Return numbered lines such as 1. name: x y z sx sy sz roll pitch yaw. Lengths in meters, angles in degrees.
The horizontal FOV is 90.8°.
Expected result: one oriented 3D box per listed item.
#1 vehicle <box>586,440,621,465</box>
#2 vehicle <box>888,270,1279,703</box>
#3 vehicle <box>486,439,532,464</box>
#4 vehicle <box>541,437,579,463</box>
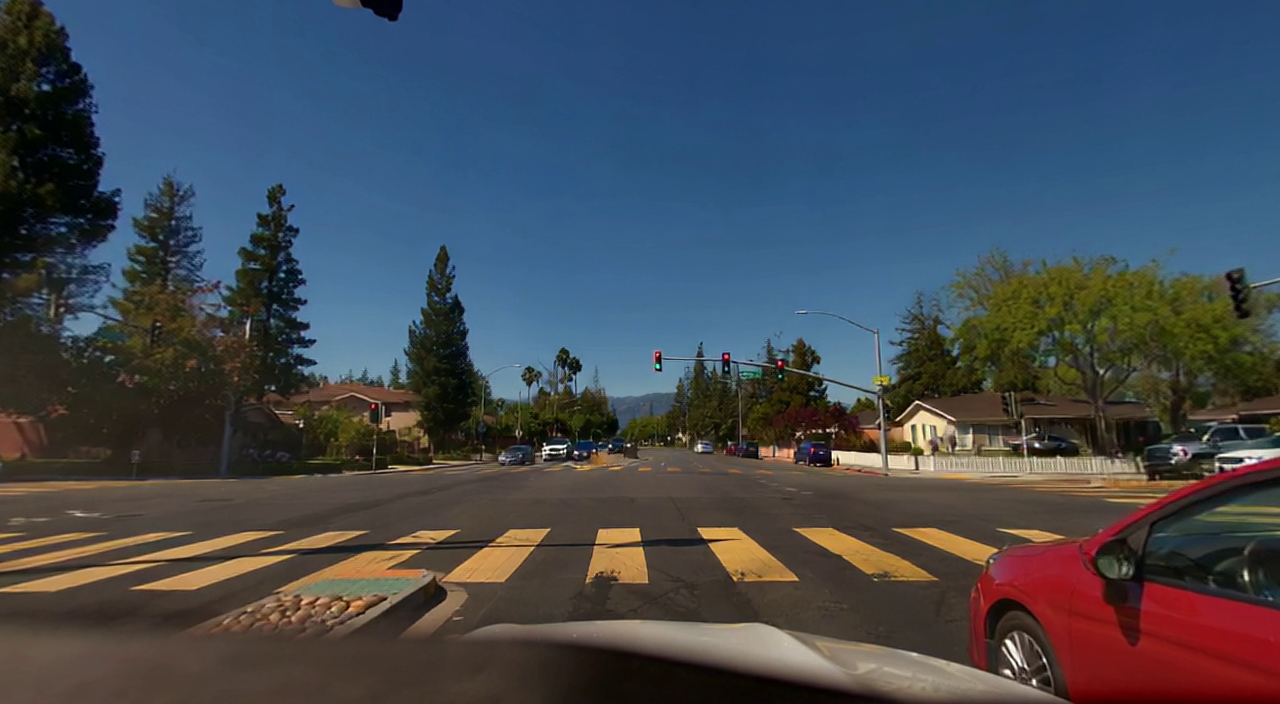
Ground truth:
1. vehicle: -2.356 6.570 41.414 2.046 1.491 4.118 0 -9 0
2. vehicle: 2.715 0.710 1.736 2.085 1.800 4.908 0 -9 0
3. vehicle: -8.951 6.858 43.632 2.028 1.654 5.027 0 -9 1
4. vehicle: -5.535 6.899 44.401 2.091 1.707 4.157 0 -9 0
